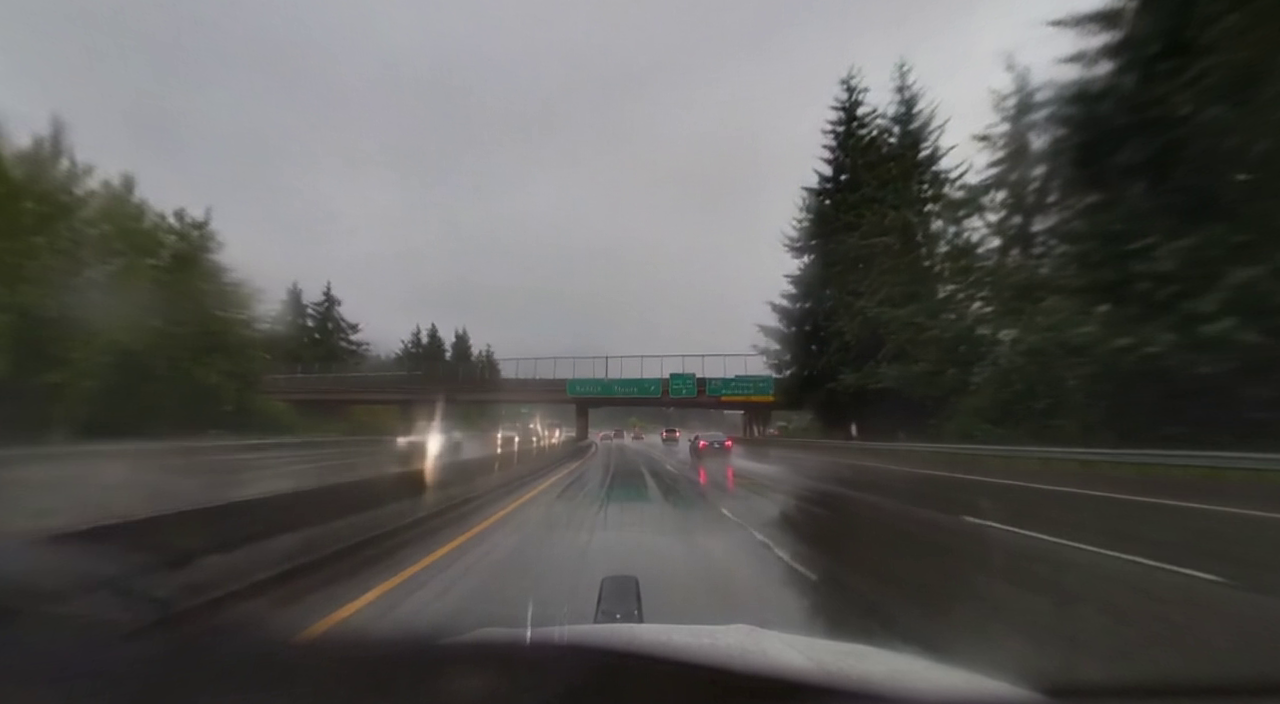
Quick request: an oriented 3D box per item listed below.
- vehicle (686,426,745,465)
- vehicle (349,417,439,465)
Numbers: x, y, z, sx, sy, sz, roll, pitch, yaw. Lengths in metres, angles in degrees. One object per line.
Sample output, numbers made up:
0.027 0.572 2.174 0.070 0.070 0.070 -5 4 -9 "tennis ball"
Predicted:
3.219 4.065 27.607 1.938 1.578 3.764 0 -7 -3 "vehicle"
-9.738 3.566 25.356 1.987 1.748 4.328 0 -7 -2 "vehicle"
